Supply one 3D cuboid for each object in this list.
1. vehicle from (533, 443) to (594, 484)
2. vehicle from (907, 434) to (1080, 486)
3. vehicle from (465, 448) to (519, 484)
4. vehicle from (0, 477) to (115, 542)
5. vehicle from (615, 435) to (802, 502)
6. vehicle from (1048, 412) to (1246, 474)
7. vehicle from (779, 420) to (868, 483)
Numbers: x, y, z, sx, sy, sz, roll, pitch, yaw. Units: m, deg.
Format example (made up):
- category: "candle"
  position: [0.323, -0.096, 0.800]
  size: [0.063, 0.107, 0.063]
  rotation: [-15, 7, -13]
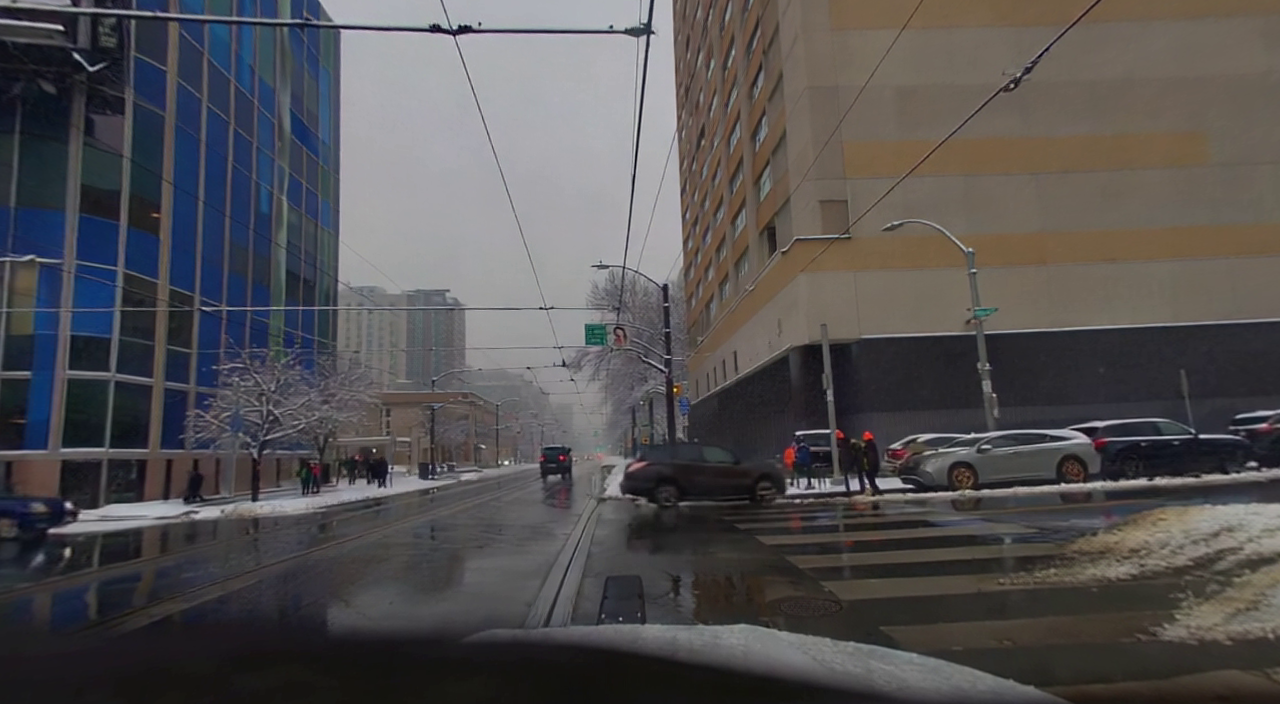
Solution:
- category: "vehicle"
  position: [-3.722, 5.543, 31.806]
  size: [2.137, 1.910, 5.120]
  rotation: [-1, -9, 3]
- category: "vehicle"
  position: [11.396, 3.491, 20.554]
  size: [4.697, 1.510, 1.596]
  rotation: [0, -9, -4]
- category: "vehicle"
  position: [-8.410, 6.503, 36.277]
  size: [2.121, 1.792, 4.510]
  rotation: [-3, -8, -2]
- category: "vehicle"
  position: [-16.811, 4.049, 16.293]
  size: [4.549, 1.490, 1.797]
  rotation: [2, -9, -15]
- category: "vehicle"
  position: [1.675, 3.030, 16.698]
  size: [4.637, 1.624, 1.927]
  rotation: [0, -8, -3]
- category: "vehicle"
  position: [16.761, 3.041, 21.070]
  size: [4.944, 1.946, 1.952]
  rotation: [0, -8, -3]
- category: "vehicle"
  position: [7.576, 4.102, 26.630]
  size: [2.316, 2.425, 4.466]
  rotation: [1, -7, -2]
